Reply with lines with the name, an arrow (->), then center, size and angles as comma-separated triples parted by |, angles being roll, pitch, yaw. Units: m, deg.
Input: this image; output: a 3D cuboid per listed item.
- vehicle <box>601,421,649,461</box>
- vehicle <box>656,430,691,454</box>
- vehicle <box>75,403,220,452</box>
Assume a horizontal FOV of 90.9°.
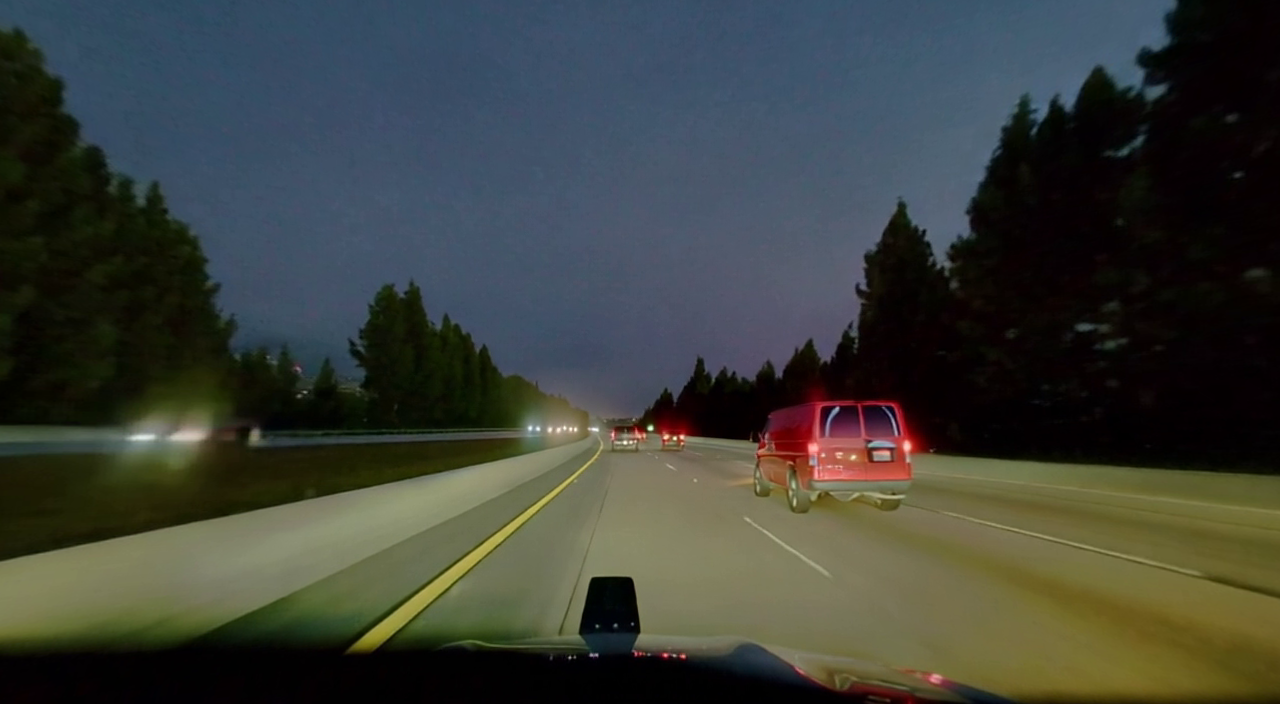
vehicle -> -0.856, 4.770, 33.953 | 2.403, 1.994, 4.683 | 0, -8, -2
vehicle -> 2.285, 6.251, 44.040 | 1.996, 1.589, 3.715 | 1, -8, -4
vehicle -> -16.246, 2.551, 21.068 | 1.916, 1.465, 3.624 | 0, -8, -1
